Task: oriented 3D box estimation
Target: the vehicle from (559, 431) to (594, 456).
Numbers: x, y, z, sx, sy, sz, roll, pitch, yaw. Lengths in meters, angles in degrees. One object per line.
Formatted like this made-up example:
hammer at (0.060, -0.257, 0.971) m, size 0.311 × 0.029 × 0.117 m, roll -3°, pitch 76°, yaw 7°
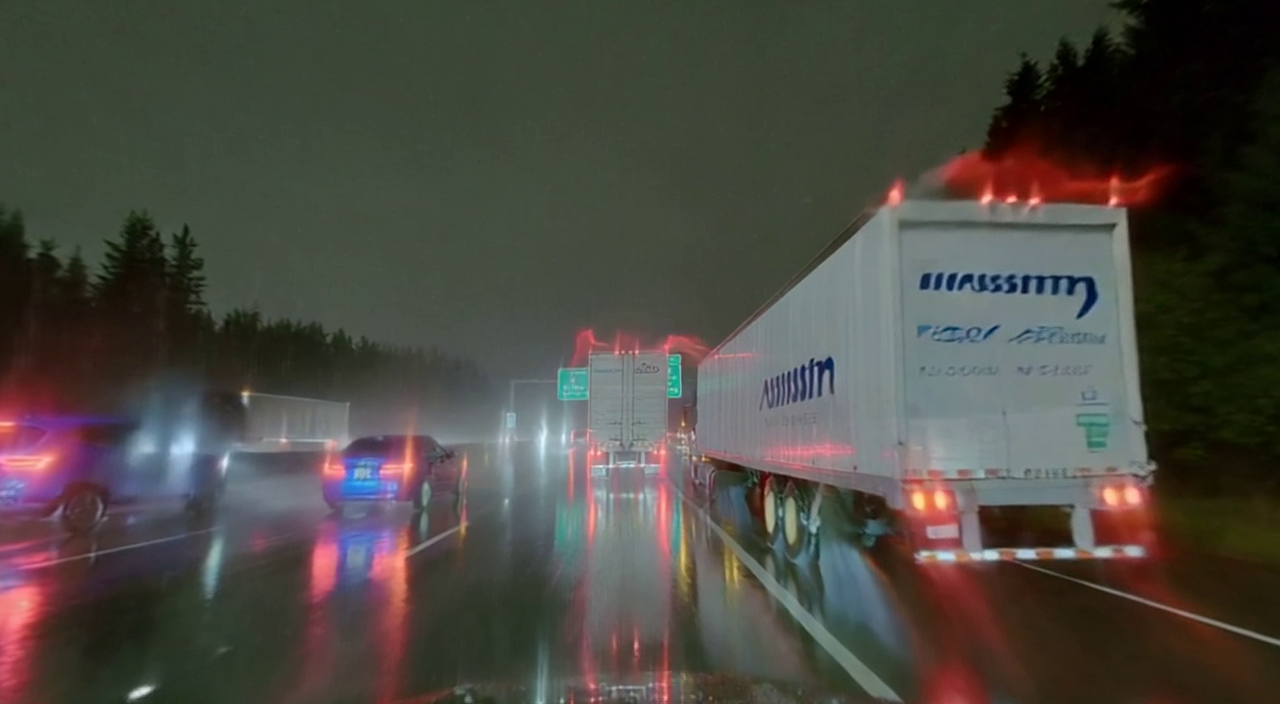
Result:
vehicle at (-4.432, 6.471, 44.398) m, size 2.104 × 1.653 × 4.302 m, roll 0°, pitch -8°, yaw -1°

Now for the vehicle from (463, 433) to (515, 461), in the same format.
vehicle at (-8.651, 5.474, 36.474) m, size 1.976 × 1.510 × 4.604 m, roll 0°, pitch -8°, yaw -1°

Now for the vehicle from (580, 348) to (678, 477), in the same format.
vehicle at (-0.445, 2.619, 25.420) m, size 3.118 × 4.106 × 10.719 m, roll 0°, pitch -8°, yaw -1°

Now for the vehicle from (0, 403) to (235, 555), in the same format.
vehicle at (-8.063, 1.659, 8.849) m, size 1.990 × 1.654 × 4.129 m, roll 0°, pitch -8°, yaw -1°

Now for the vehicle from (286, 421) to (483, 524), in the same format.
vehicle at (-4.227, 2.024, 11.184) m, size 1.933 × 1.492 × 3.838 m, roll 0°, pitch -8°, yaw -1°
